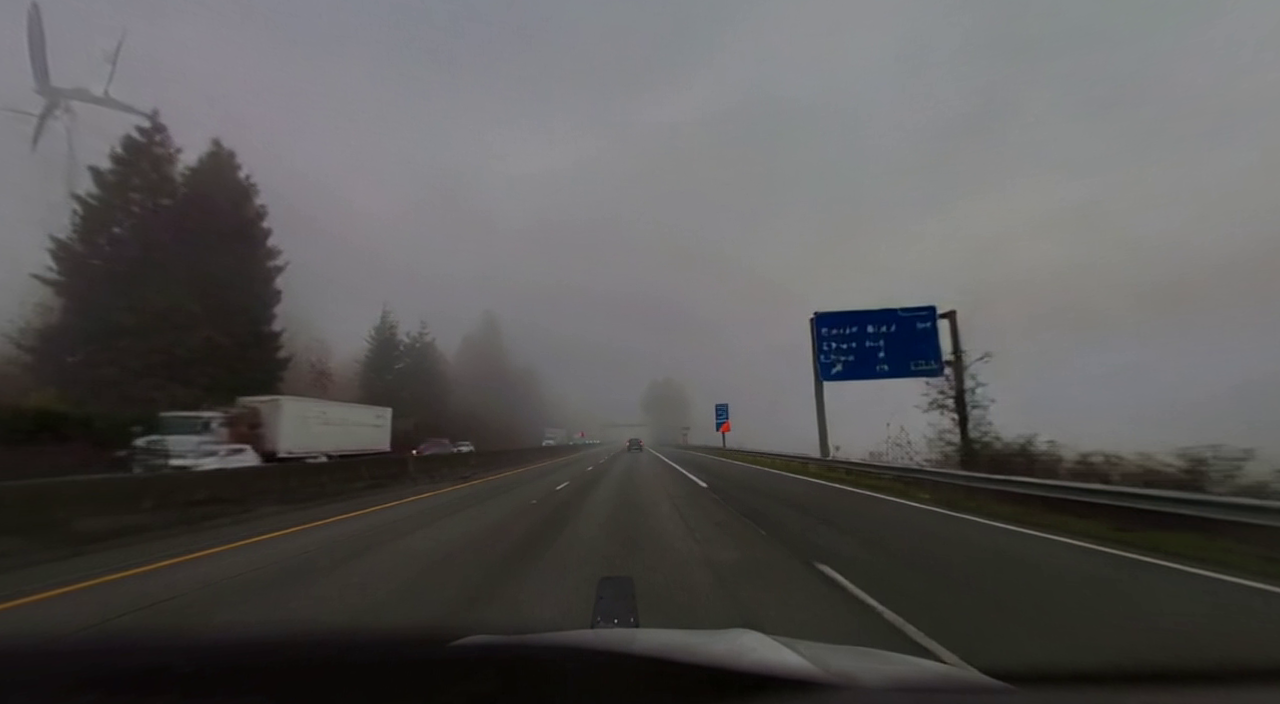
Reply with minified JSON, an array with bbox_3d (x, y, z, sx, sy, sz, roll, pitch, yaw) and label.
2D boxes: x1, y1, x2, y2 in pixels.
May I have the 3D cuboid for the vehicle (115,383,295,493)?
[{"bbox_3d":[-17.193,3.489,25.506,3.021,3.900,5.847,0,-8,-1],"label":"vehicle"}]
